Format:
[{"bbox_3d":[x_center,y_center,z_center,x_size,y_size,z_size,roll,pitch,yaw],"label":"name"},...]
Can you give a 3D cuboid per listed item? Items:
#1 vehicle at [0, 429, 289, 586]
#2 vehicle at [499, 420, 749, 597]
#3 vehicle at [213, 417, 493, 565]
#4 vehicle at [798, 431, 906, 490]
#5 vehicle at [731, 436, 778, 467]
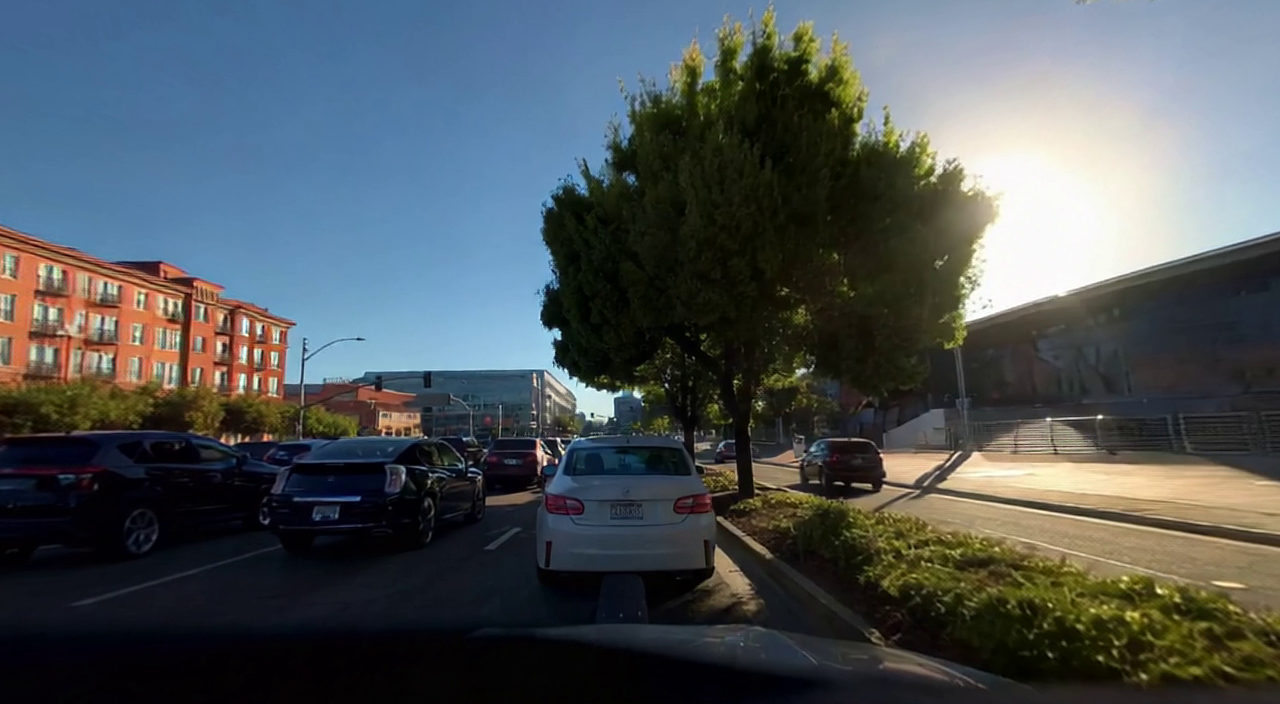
[{"bbox_3d":[-6.934,1.853,8.439,1.860,1.491,4.586,0,-9,0],"label":"vehicle"},{"bbox_3d":[-0.170,1.673,7.633,2.161,1.501,4.184,0,-9,-1],"label":"vehicle"},{"bbox_3d":[-3.719,1.876,9.283,2.009,1.619,4.376,0,-9,1],"label":"vehicle"},{"bbox_3d":[6.409,3.323,19.612,1.895,1.633,4.030,0,-9,-1],"label":"vehicle"},{"bbox_3d":[6.617,5.804,36.799,1.889,1.681,4.120,0,-9,-1],"label":"vehicle"}]
